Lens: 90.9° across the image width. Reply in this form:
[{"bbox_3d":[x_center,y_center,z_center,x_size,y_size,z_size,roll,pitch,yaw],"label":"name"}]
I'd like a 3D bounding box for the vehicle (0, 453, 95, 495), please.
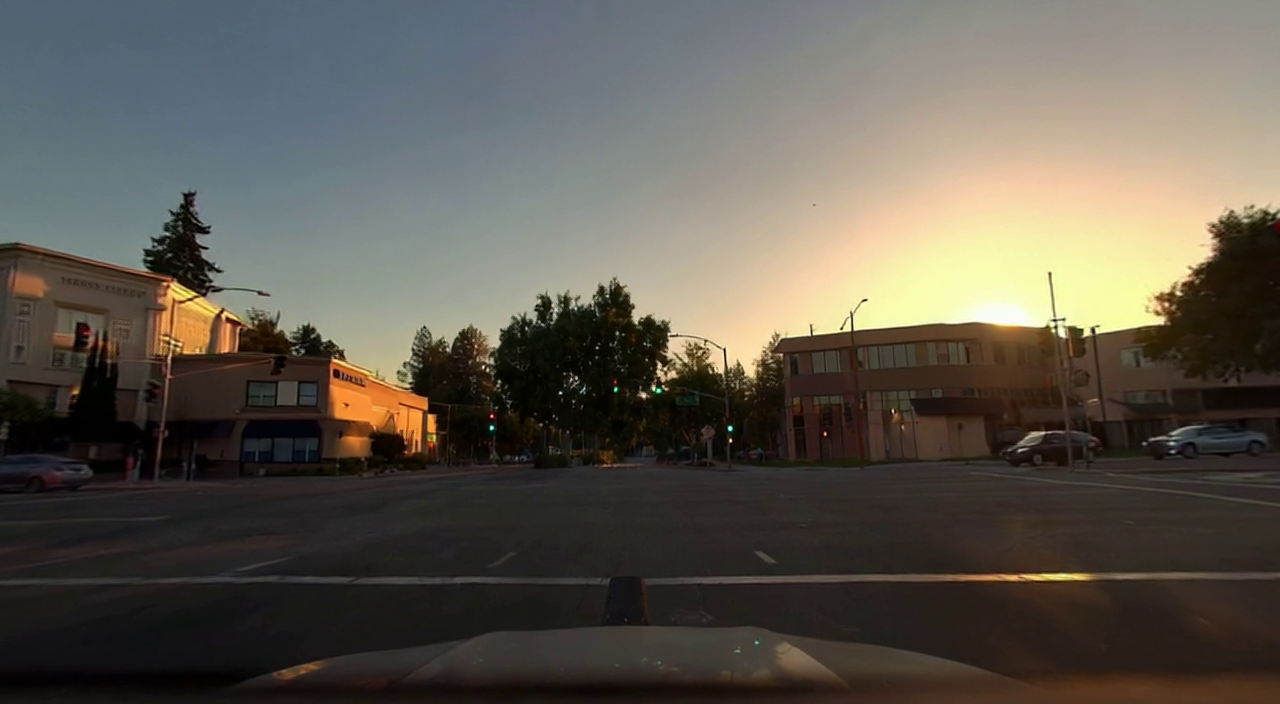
[{"bbox_3d":[-25.231,4.928,25.668,4.332,1.573,1.900,0,-8,3],"label":"vehicle"}]

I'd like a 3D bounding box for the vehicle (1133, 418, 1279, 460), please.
[{"bbox_3d":[22.895,3.518,25.421,4.288,1.600,1.927,0,-8,1],"label":"vehicle"}]

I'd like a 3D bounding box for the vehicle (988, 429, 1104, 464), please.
[{"bbox_3d":[20.441,4.765,31.866,4.483,1.691,1.949,0,-8,1],"label":"vehicle"}]
